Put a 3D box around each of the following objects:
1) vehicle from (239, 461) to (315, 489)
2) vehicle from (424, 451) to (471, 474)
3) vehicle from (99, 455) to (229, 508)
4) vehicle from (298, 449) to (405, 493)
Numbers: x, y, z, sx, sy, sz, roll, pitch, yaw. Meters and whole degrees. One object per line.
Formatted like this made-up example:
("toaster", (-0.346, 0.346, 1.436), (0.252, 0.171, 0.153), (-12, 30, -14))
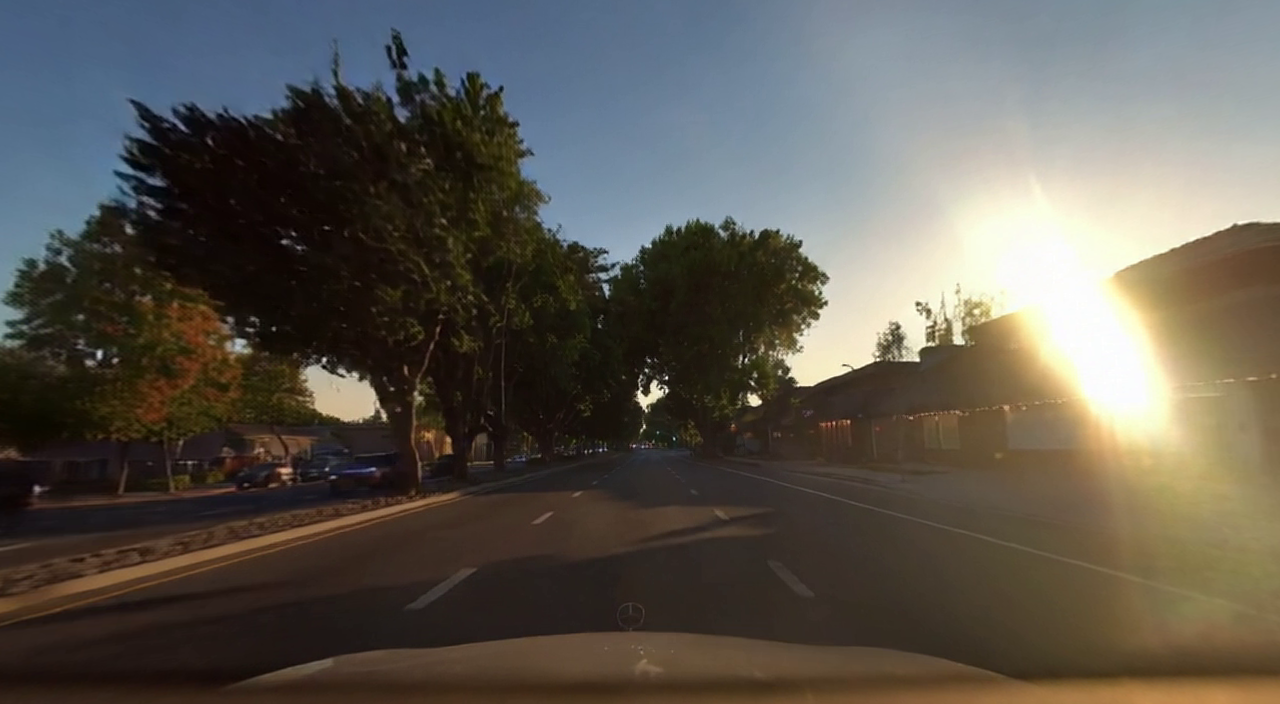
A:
("vehicle", (-21.897, 7.418, 38.254), (1.866, 1.444, 4.407), (-1, -8, 2))
("vehicle", (-14.187, 8.142, 46.664), (1.975, 1.499, 4.658), (-1, -8, 1))
("vehicle", (-18.175, 4.918, 24.362), (1.875, 1.669, 4.064), (-5, -8, 1))
("vehicle", (-11.646, 4.808, 25.876), (2.070, 1.500, 4.724), (-3, -8, 2))
